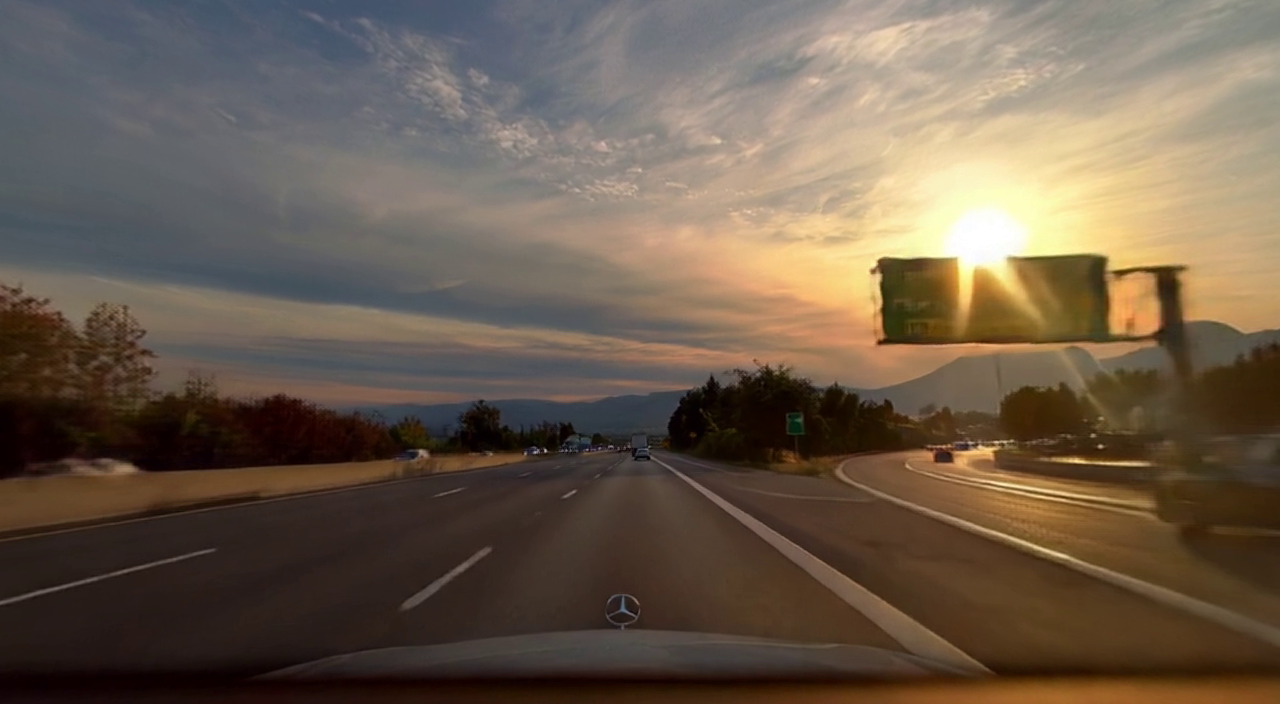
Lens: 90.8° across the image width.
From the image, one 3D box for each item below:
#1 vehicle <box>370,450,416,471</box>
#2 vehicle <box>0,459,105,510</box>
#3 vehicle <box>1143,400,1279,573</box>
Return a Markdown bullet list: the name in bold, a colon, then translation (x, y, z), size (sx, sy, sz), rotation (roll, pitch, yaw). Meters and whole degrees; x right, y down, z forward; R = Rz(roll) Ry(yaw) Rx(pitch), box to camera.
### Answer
- **vehicle**: translation (-18.960, 8.365, 48.668), size (1.870, 1.499, 4.295), rotation (0, -9, -1)
- **vehicle**: translation (-20.784, 4.355, 20.995), size (1.870, 1.488, 4.715), rotation (0, -9, -1)
- **vehicle**: translation (7.419, 1.267, 5.781), size (2.096, 1.712, 4.697), rotation (-1, -9, 6)
